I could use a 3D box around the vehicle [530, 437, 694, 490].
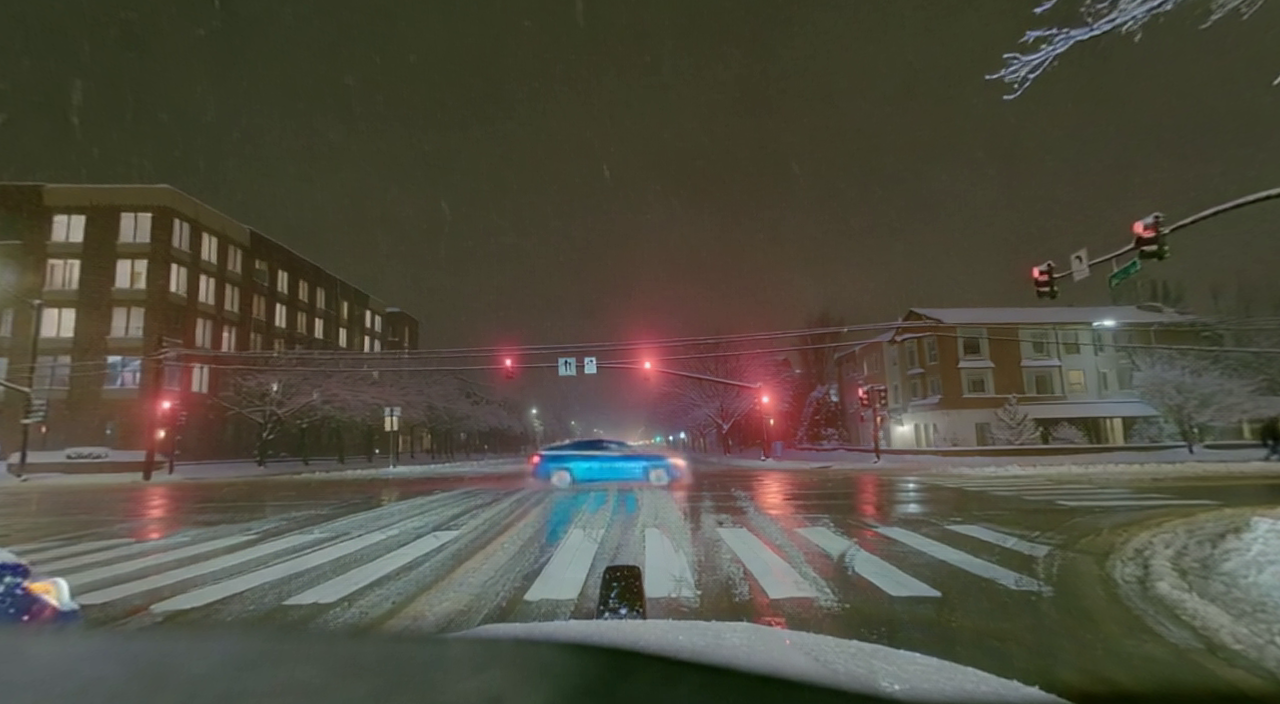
[{"bbox_3d":[-0.778,3.253,18.438,4.551,1.454,1.941,0,-8,0],"label":"vehicle"}]

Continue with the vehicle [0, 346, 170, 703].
[{"bbox_3d":[-3.634,0.614,1.065,2.109,1.692,4.587,0,-8,0],"label":"vehicle"}]
